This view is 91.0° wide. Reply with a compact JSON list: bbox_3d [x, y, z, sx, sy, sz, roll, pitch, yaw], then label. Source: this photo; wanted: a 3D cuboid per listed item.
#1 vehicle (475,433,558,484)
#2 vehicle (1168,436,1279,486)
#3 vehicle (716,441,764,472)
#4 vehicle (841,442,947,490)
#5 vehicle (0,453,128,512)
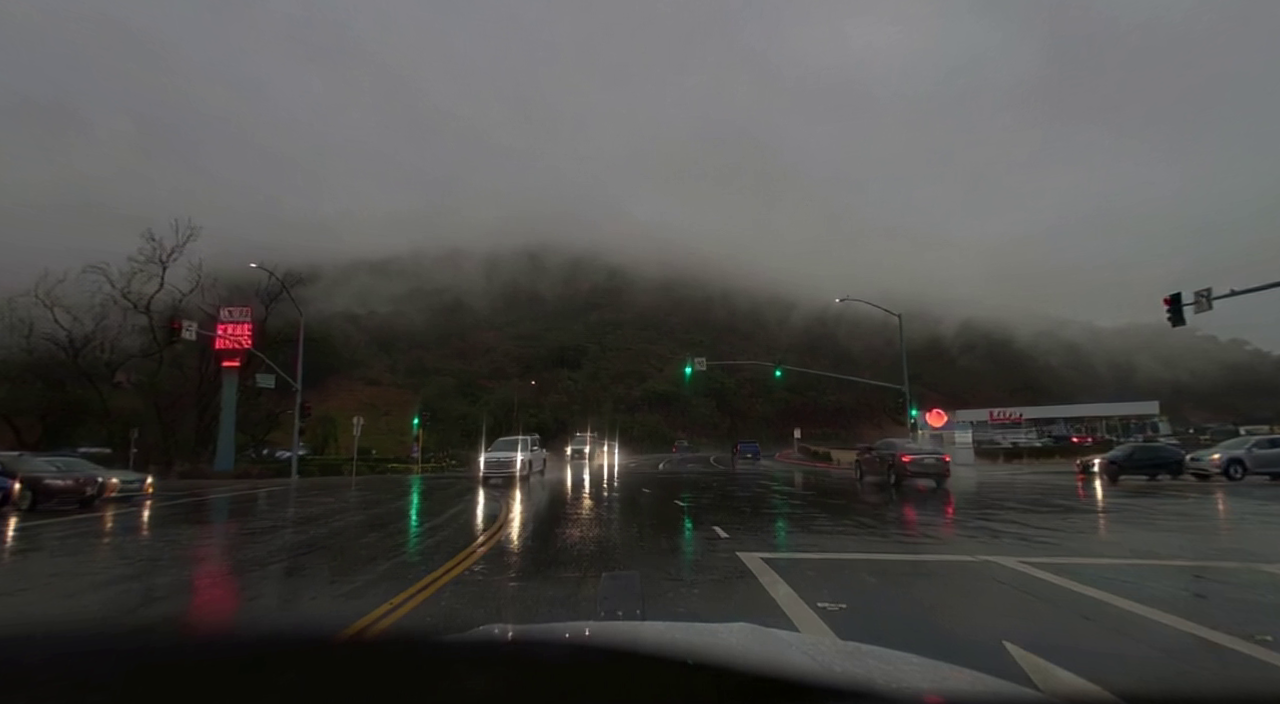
[{"bbox_3d":[-4.635,4.068,24.373,2.199,1.745,4.669,0,-8,1],"label":"vehicle"},{"bbox_3d":[25.046,4.499,26.076,4.546,1.944,2.051,1,-9,-5],"label":"vehicle"},{"bbox_3d":[5.557,5.853,35.422,1.855,1.622,4.167,0,-8,-2],"label":"vehicle"},{"bbox_3d":[9.139,4.117,23.104,1.911,1.594,4.378,0,-9,-2],"label":"vehicle"},{"bbox_3d":[-19.801,4.188,20.478,4.440,1.748,2.033,0,-9,1],"label":"vehicle"}]
